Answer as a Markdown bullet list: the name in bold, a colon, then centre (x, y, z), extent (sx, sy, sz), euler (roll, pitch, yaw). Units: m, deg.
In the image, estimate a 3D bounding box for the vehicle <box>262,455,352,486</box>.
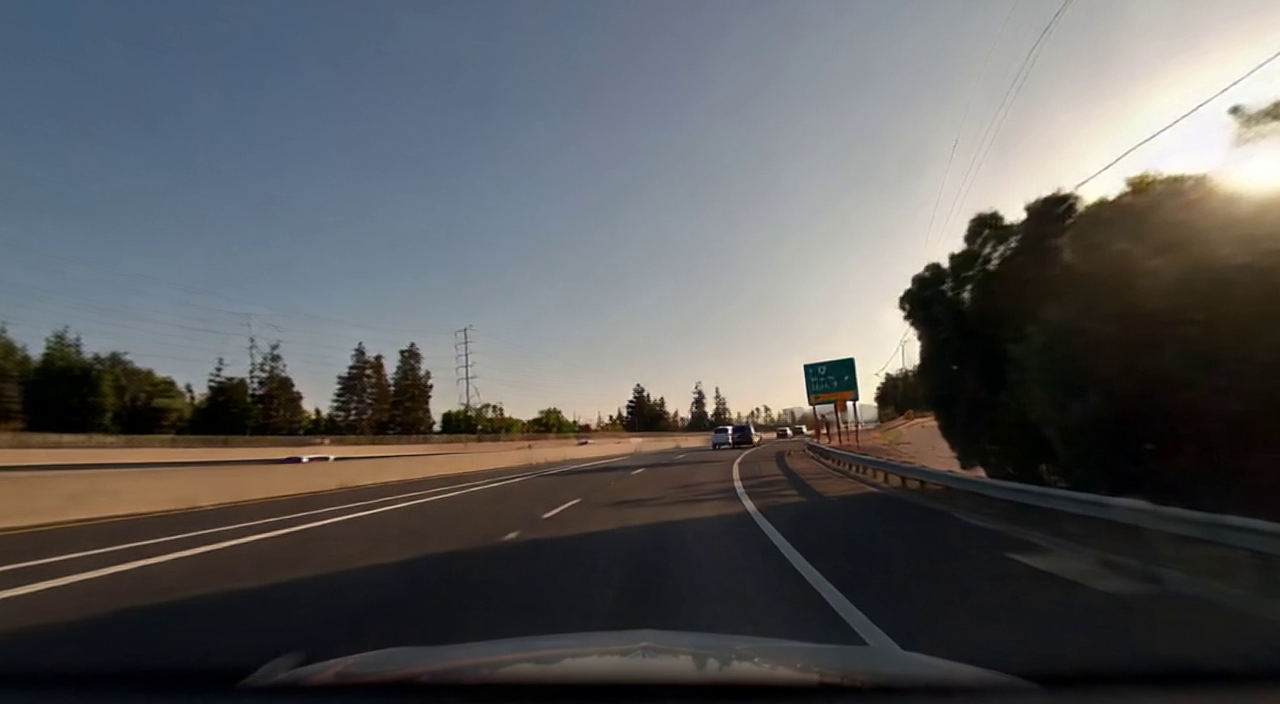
- **vehicle**: centre (-20.709, 7.321, 39.226), extent (2.145, 1.717, 4.448), euler (-5, -10, 29)
